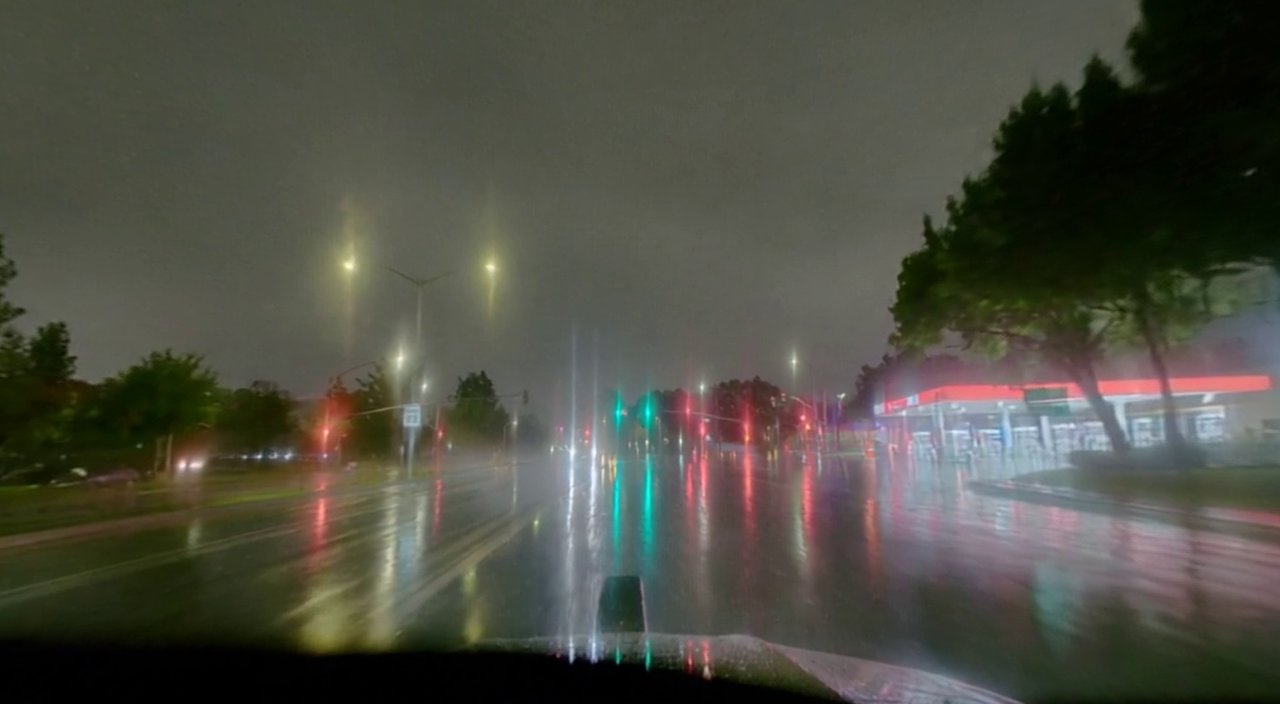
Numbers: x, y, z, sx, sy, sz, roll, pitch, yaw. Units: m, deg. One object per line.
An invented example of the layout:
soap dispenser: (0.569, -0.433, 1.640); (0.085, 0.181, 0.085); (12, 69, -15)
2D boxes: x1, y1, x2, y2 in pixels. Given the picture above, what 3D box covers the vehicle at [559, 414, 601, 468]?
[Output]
vehicle: (-4.158, 6.149, 43.969); (2.637, 3.576, 3.006); (-1, -7, -1)
